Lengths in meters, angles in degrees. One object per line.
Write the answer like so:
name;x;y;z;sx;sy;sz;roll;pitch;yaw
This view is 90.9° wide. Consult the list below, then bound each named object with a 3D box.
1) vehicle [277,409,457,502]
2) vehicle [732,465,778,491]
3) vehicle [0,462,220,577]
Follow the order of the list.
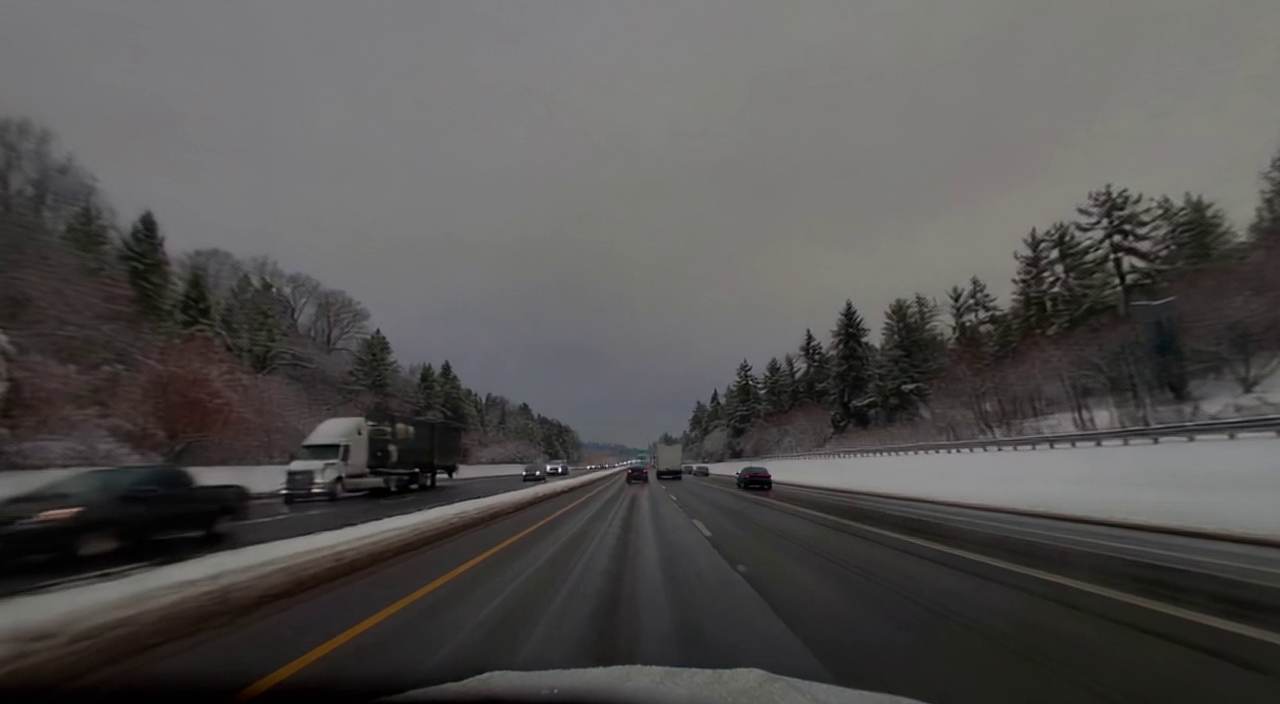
vehicle;-14.111;5.952;35.379;2.881;3.936;16.436;1;-10;0
vehicle;7.071;7.820;39.217;1.977;1.494;4.311;1;-10;-1
vehicle;-9.545;2.619;10.513;1.931;1.502;4.561;1;-10;-1
